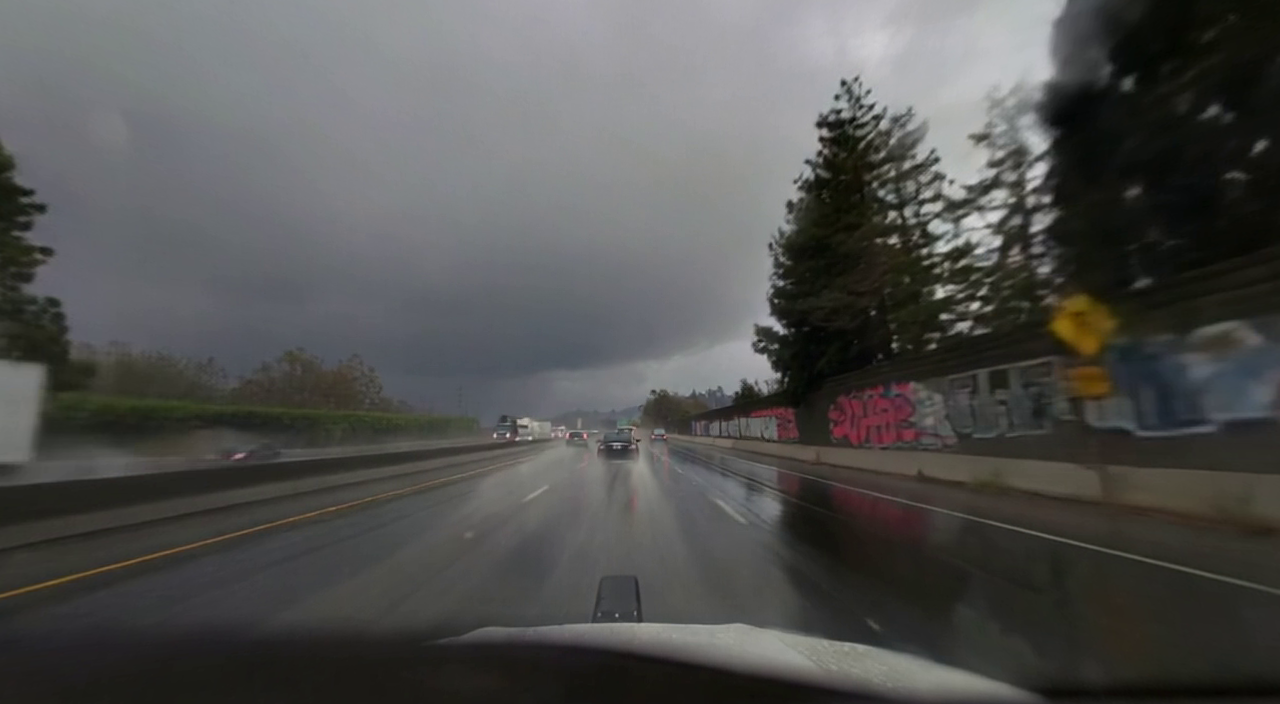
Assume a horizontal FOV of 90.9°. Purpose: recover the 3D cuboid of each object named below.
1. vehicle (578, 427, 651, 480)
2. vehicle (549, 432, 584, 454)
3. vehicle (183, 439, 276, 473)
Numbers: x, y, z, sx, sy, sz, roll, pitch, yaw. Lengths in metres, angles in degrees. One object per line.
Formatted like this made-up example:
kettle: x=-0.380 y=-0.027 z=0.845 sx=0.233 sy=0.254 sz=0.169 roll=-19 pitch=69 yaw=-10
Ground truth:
vehicle: x=-0.736 y=3.101 z=19.490 sx=2.044 sy=1.477 sz=3.693 roll=0 pitch=-8 yaw=-1
vehicle: x=-5.115 y=6.385 z=44.345 sx=2.022 sy=1.440 sz=4.491 roll=0 pitch=-8 yaw=-1
vehicle: x=-21.598 y=5.444 z=33.380 sx=2.006 sy=1.636 sz=4.407 roll=0 pitch=-8 yaw=-2
